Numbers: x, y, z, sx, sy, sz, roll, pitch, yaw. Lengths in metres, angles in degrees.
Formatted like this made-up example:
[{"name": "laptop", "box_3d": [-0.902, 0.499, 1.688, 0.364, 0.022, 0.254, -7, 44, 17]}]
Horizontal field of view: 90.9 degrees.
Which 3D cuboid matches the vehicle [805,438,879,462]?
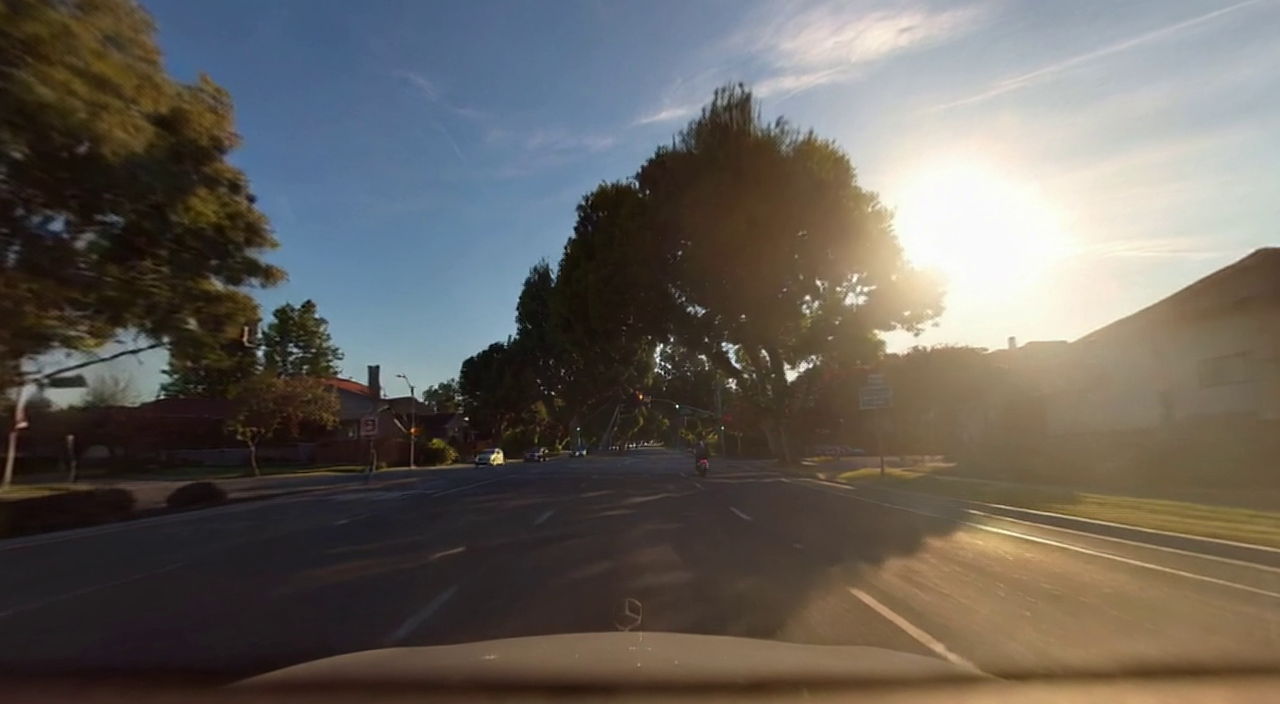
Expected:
[{"name": "vehicle", "box_3d": [15.477, 7.569, 48.554, 4.947, 1.771, 2.222, 0, -8, 0]}]
